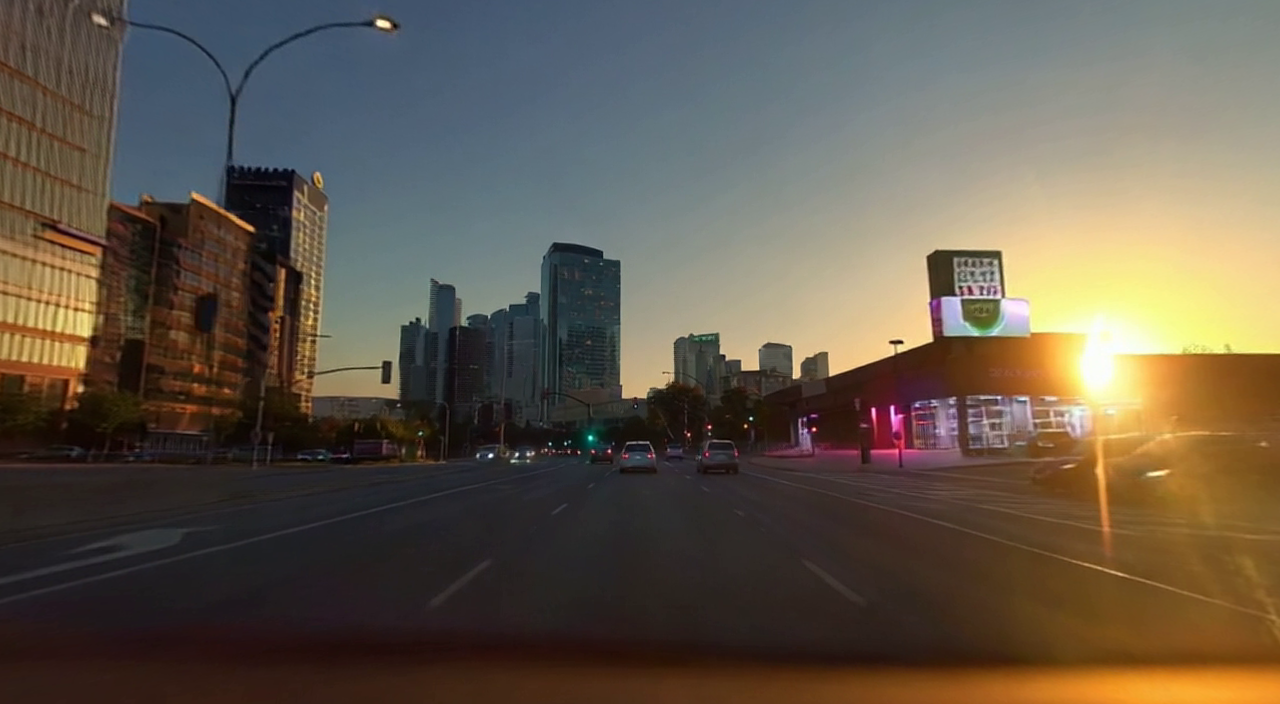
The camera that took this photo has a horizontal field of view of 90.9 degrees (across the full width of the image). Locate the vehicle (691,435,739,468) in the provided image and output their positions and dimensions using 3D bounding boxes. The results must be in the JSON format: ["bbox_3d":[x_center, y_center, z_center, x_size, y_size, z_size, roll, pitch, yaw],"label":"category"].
[{"bbox_3d":[4.108,5.528,35.057,2.007,1.683,4.171,0,-8,-2],"label":"vehicle"}]

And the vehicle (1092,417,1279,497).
[{"bbox_3d":[14.552,2.583,15.831,4.775,1.728,1.996,-2,-9,-1],"label":"vehicle"}]

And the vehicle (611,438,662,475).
[{"bbox_3d":[-0.149,4.604,27.943,2.059,1.477,3.988,0,-8,0],"label":"vehicle"}]
